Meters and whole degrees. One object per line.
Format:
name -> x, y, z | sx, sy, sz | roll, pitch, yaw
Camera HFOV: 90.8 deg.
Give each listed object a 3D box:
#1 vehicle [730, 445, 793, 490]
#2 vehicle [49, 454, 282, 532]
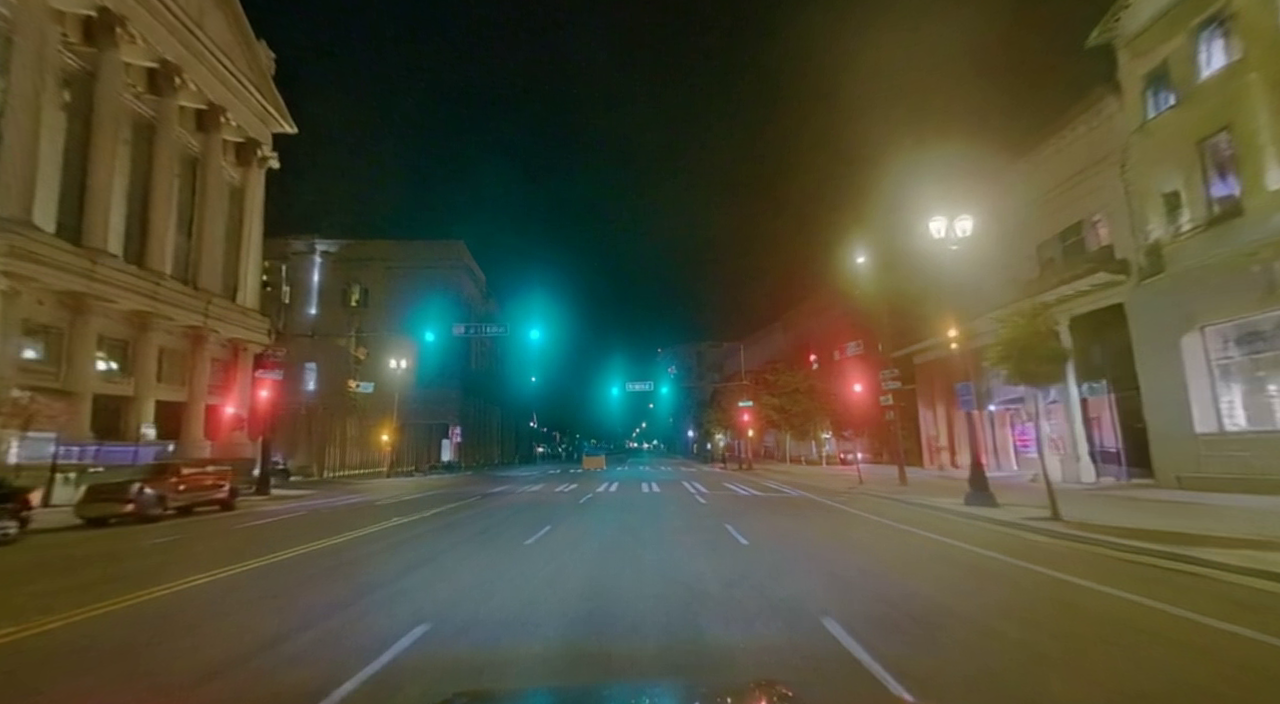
vehicle -> 4.452, 4.259, 23.738 | 2.085, 1.530, 4.125 | -1, -9, 8
vehicle -> -12.381, 3.658, 17.165 | 2.011, 1.668, 5.474 | 0, -8, 1
